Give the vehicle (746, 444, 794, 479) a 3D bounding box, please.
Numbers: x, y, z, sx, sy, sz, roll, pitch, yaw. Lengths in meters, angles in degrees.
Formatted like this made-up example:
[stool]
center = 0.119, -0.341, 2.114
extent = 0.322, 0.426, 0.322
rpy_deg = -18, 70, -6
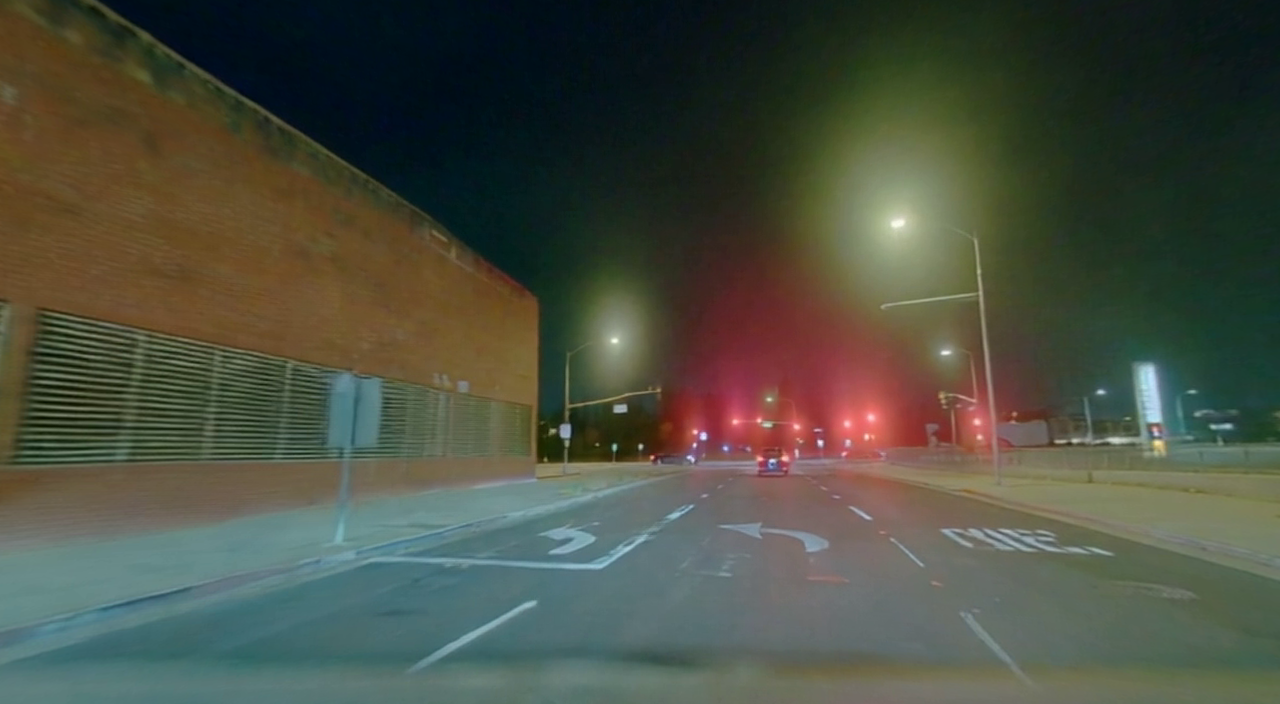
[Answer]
[vehicle]
center = 6.770, 5.607, 32.689
extent = 2.218, 1.657, 4.551
rpy_deg = -1, -9, 12
